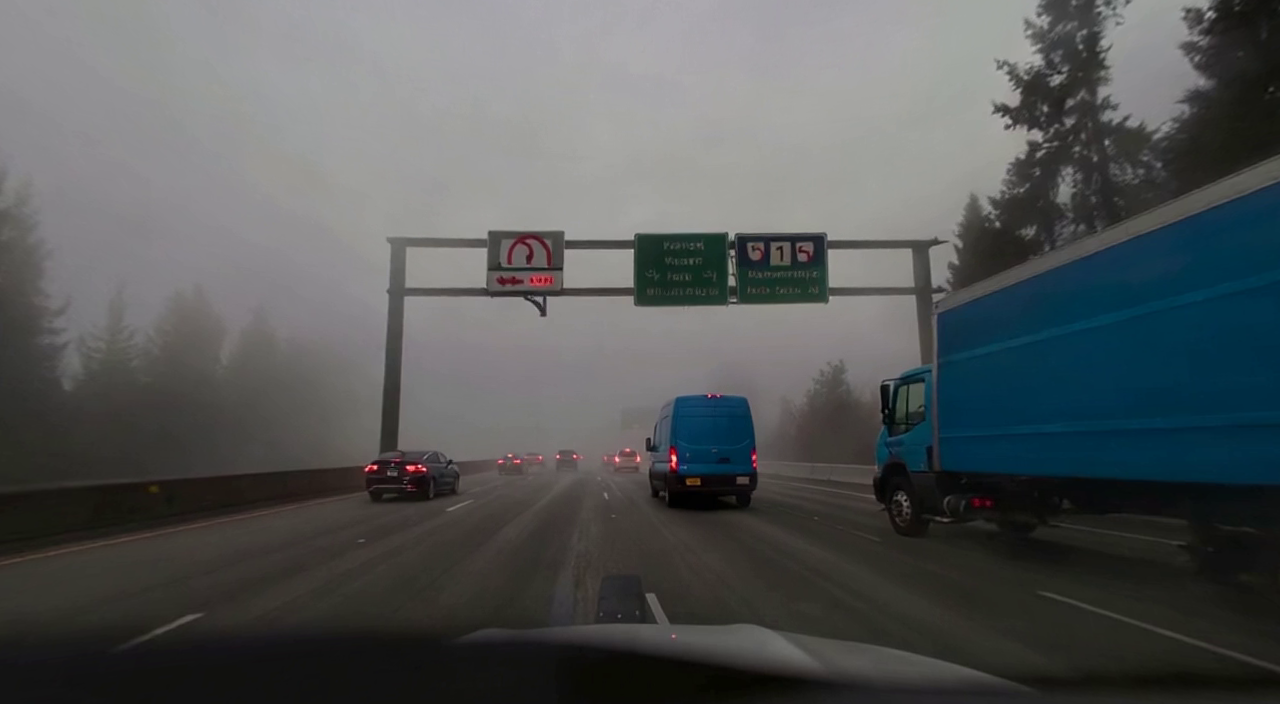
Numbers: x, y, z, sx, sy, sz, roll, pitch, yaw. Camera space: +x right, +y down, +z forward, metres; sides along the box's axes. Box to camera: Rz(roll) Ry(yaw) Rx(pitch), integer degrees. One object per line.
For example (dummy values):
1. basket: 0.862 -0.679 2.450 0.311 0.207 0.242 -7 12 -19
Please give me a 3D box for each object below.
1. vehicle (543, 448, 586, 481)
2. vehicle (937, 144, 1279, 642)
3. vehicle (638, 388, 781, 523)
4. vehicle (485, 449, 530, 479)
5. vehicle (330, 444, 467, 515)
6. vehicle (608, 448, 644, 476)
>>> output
1. vehicle: -3.734 5.639 31.597 2.002 1.536 4.021 0 -9 -5
2. vehicle: 5.981 0.243 4.233 2.800 3.507 9.244 0 -9 -4
3. vehicle: 1.326 2.371 14.634 2.268 2.551 5.144 0 -9 -6
4. vehicle: -7.234 6.145 34.541 2.026 1.506 4.102 1 -9 -7
5. vehicle: -5.870 3.115 15.879 2.003 1.498 4.386 0 -9 -4
6. vehicle: -0.884 6.376 36.569 1.906 1.499 3.843 0 -9 -4
